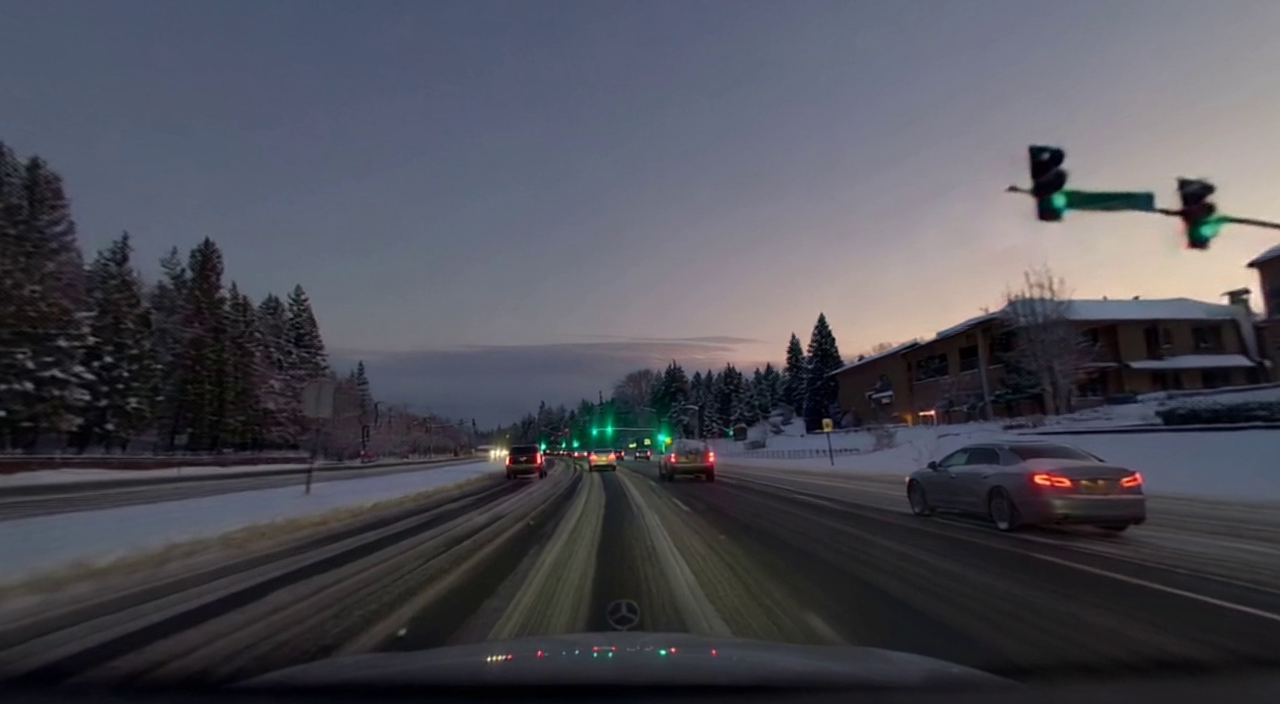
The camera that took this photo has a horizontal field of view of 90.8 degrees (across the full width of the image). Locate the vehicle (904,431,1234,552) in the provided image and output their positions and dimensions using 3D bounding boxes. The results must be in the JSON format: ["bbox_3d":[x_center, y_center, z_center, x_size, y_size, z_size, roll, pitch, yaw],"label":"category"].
[{"bbox_3d":[6.052,1.987,9.753,1.945,1.408,4.288,0,-8,-3],"label":"vehicle"}]

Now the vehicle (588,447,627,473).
[{"bbox_3d":[-2.034,6.500,38.293,2.155,1.486,4.403,0,-8,-5],"label":"vehicle"}]

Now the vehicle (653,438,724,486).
[{"bbox_3d":[1.800,4.285,25.020,2.161,1.716,4.194,0,-8,-4],"label":"vehicle"}]

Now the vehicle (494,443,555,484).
[{"bbox_3d":[-5.106,4.991,28.564,2.172,1.671,4.175,0,-8,-3],"label":"vehicle"}]
